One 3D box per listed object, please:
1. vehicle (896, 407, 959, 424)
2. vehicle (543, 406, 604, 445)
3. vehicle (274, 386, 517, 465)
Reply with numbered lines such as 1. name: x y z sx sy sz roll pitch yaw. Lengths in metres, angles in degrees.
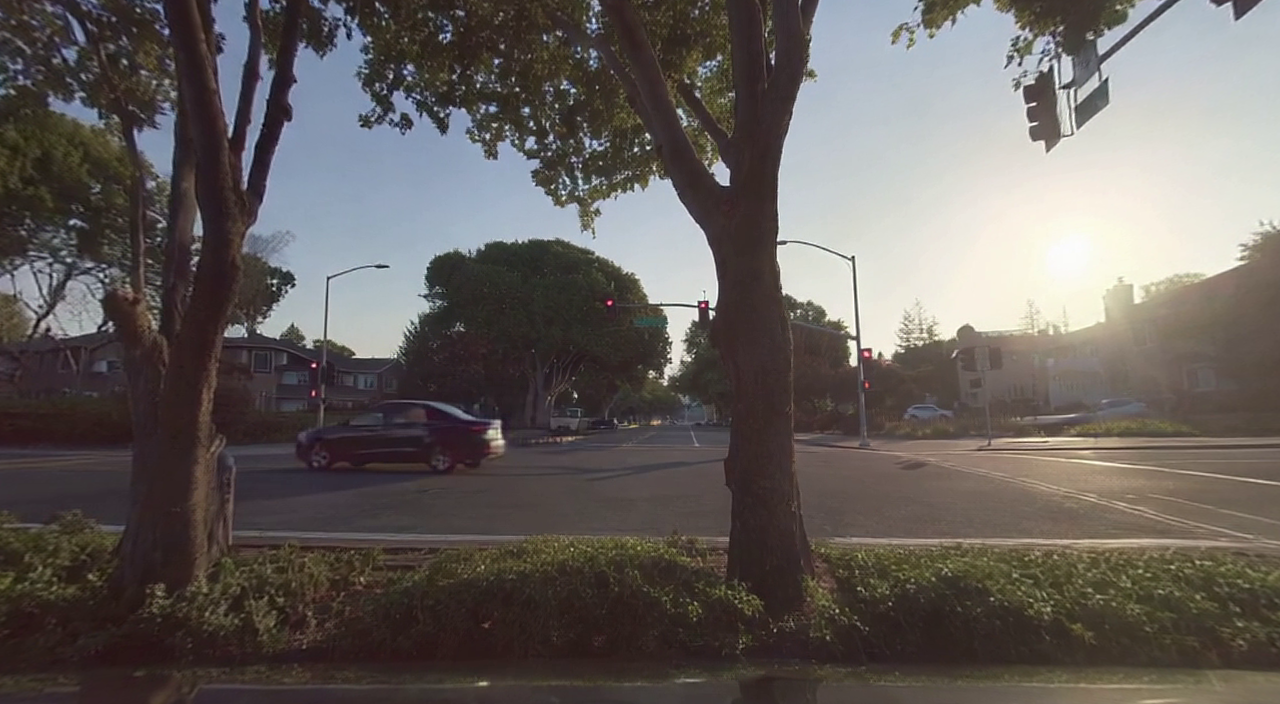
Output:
1. vehicle: 22.018 4.901 48.454 3.933 1.219 1.700 -1 -9 3
2. vehicle: -3.444 4.016 33.915 2.306 1.907 5.382 -1 -8 4
3. vehicle: -6.140 1.944 16.425 5.383 1.870 2.203 -1 -9 3
